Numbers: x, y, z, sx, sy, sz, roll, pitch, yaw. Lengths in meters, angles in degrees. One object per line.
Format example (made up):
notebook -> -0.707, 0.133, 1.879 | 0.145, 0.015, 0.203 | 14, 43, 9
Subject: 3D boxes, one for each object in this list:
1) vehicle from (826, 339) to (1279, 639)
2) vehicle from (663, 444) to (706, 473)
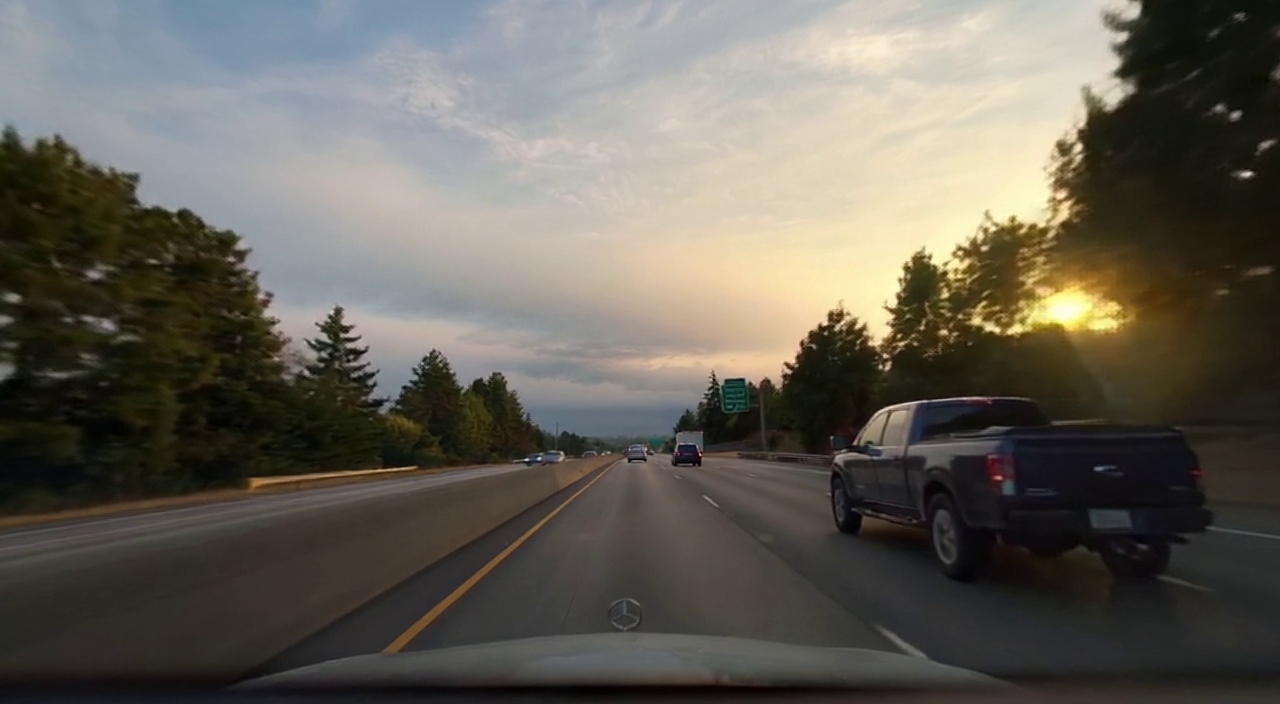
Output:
vehicle -> 3.715, 1.243, 6.548 | 1.981, 1.984, 4.623 | 0, -9, -2
vehicle -> 2.632, 6.475, 38.488 | 2.123, 1.620, 4.959 | 0, -9, -1
